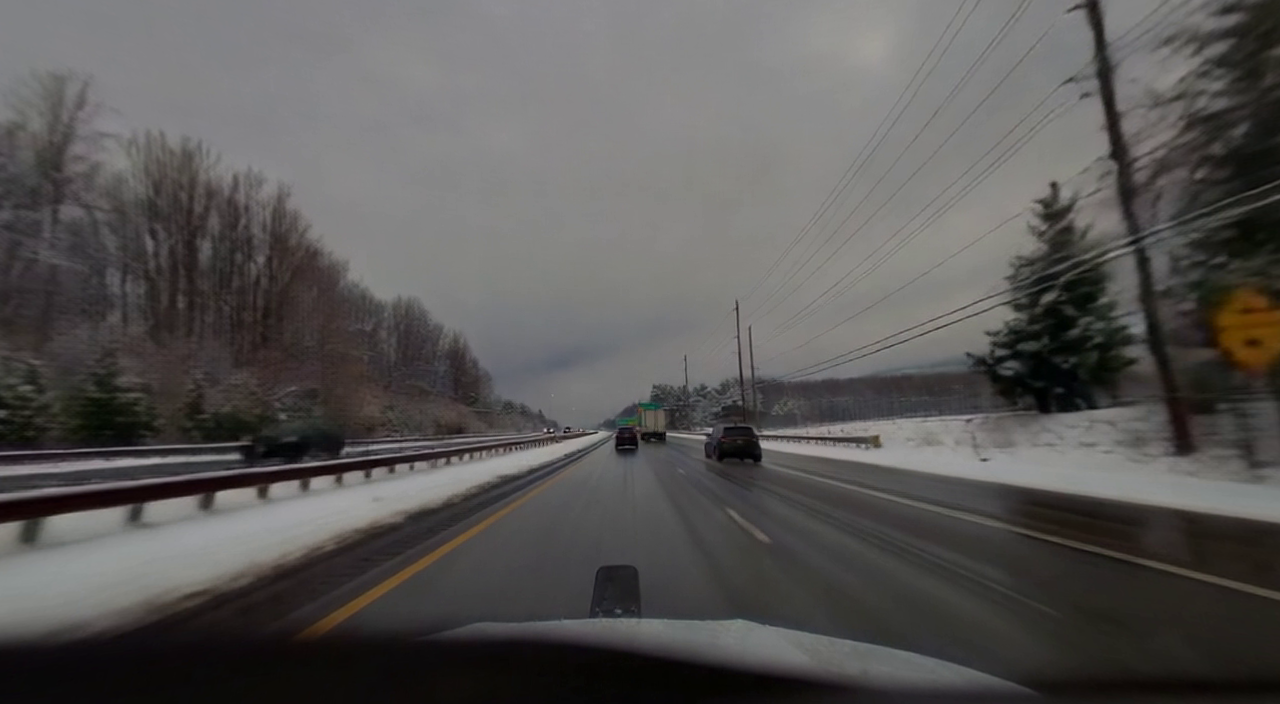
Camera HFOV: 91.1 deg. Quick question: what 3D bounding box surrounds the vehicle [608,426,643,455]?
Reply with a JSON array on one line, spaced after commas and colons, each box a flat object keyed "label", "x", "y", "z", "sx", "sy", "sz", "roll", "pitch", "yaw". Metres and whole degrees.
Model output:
[{"label": "vehicle", "x": -0.882, "y": 5.389, "z": 38.329, "sx": 2.019, "sy": 1.642, "sz": 3.790, "roll": 0, "pitch": -8, "yaw": -1}]

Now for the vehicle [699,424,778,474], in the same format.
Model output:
[{"label": "vehicle", "x": 3.382, "y": 3.417, "z": 22.398, "sx": 2.062, "sy": 1.581, "sz": 3.914, "roll": 0, "pitch": -8, "yaw": -1}]
